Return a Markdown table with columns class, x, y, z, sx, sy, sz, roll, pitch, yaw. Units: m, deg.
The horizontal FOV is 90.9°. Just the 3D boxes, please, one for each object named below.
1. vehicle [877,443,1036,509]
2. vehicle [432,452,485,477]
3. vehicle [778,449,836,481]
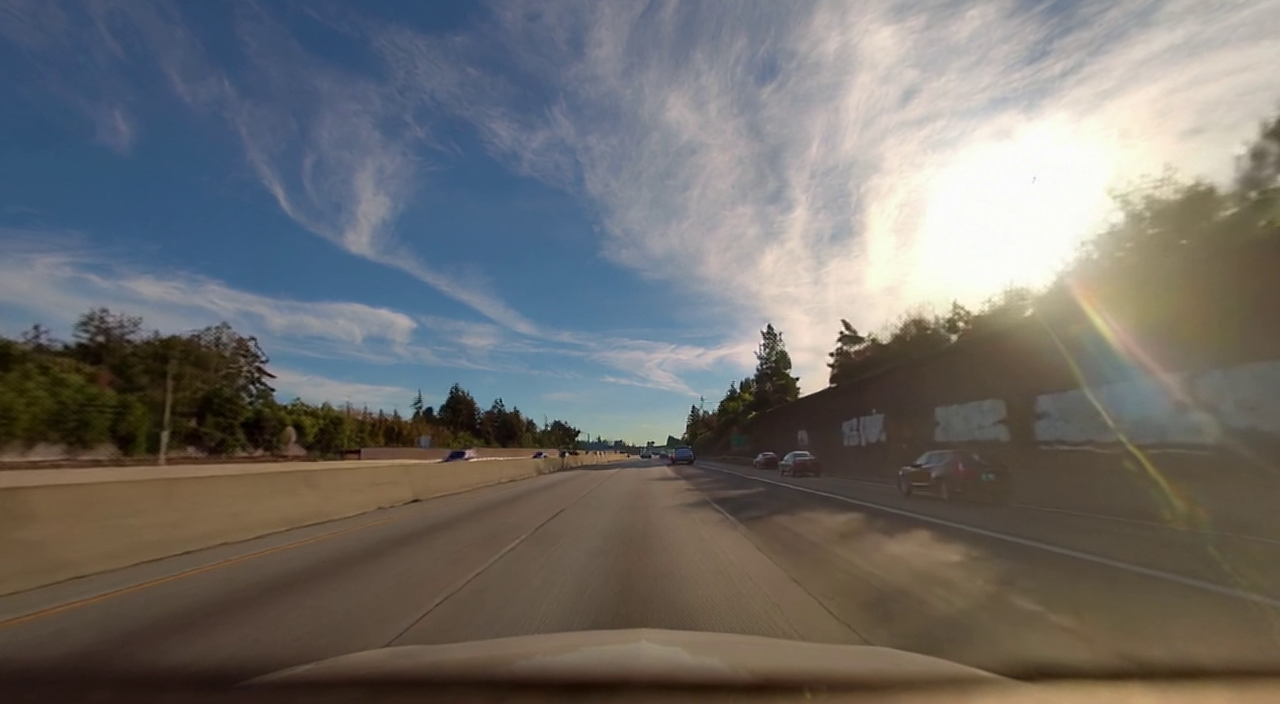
| class | x | y | z | sx | sy | sz | roll | pitch | yaw |
| --- | --- | --- | --- | --- | --- | --- | --- | --- | --- |
| vehicle | 8.187 | 3.224 | 16.883 | 1.907 | 1.495 | 4.517 | 0 | -9 | 0 |
| vehicle | -11.532 | 7.179 | 40.270 | 1.957 | 1.454 | 4.414 | -1 | -9 | 2 |
| vehicle | 8.485 | 5.774 | 32.487 | 1.842 | 1.475 | 4.479 | 0 | -9 | 1 |
